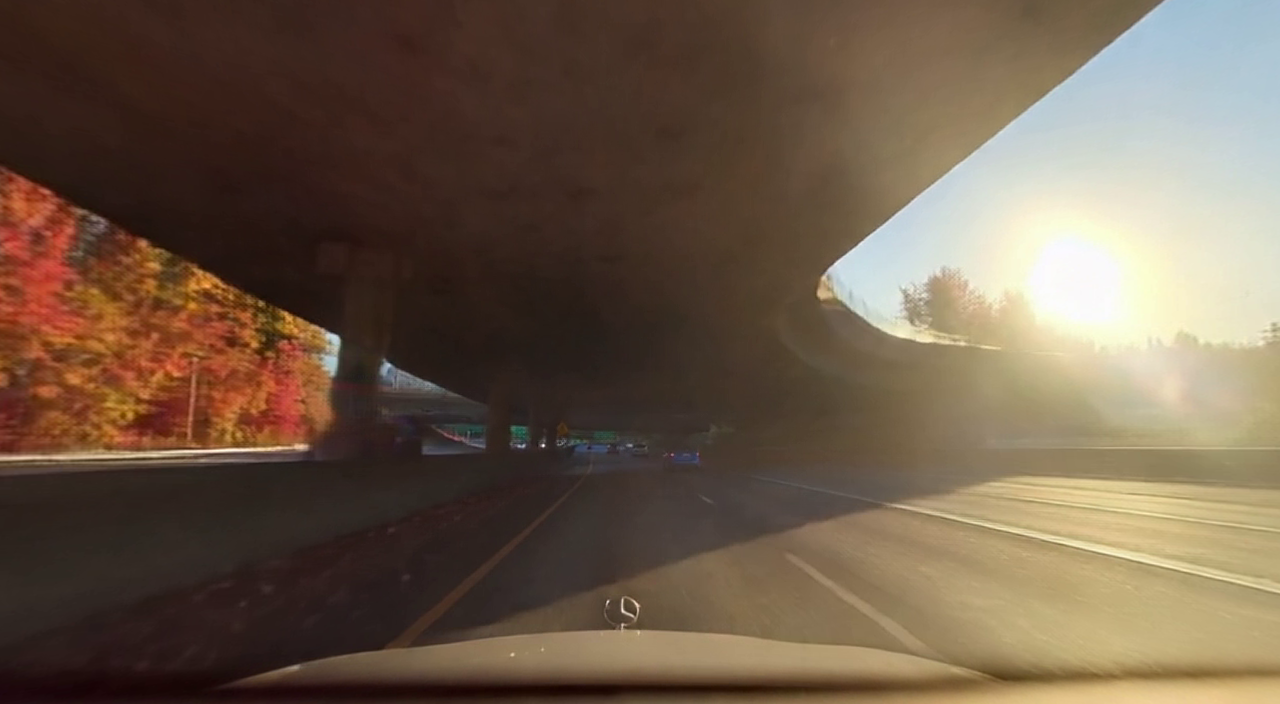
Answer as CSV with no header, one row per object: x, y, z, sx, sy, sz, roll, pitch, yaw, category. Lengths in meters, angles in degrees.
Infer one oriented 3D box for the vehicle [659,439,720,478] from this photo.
2.216,4.945,29.286,2.337,1.633,4.222,0,-9,-2,vehicle

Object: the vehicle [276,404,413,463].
-9.342,2.708,20.365,2.185,1.675,4.704,0,-9,-1,vehicle
